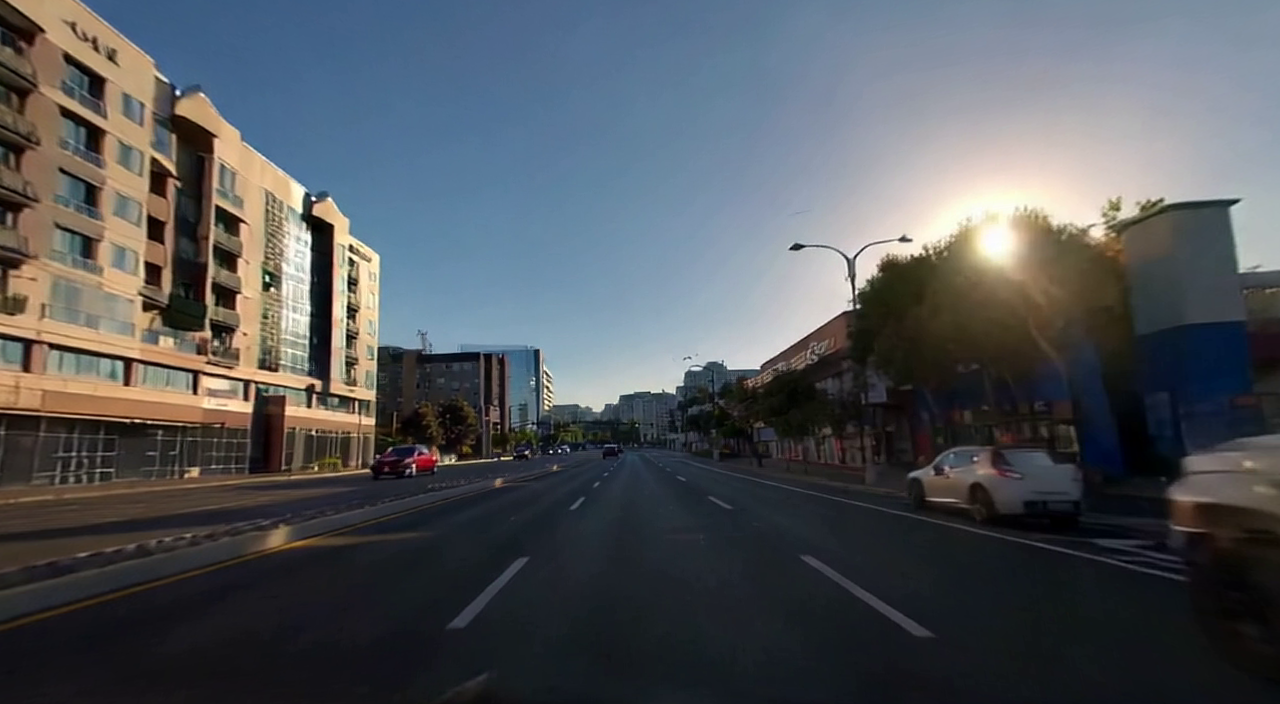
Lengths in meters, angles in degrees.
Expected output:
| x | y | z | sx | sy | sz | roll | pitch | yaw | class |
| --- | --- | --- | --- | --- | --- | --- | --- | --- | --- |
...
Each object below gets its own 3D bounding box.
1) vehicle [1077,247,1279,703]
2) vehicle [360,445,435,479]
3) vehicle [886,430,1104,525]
| x | y | z | sx | sy | sz | roll | pitch | yaw | class |
| --- | --- | --- | --- | --- | --- | --- | --- | --- | --- |
| 4.714 | 0.437 | 1.694 | 2.723 | 2.409 | 5.869 | 0 | -9 | -1 | vehicle |
| -11.409 | 5.202 | 30.087 | 1.834 | 1.482 | 4.349 | 0 | -9 | 0 | vehicle |
| 7.577 | 2.699 | 14.229 | 2.011 | 1.744 | 4.811 | 0 | -9 | -1 | vehicle |
